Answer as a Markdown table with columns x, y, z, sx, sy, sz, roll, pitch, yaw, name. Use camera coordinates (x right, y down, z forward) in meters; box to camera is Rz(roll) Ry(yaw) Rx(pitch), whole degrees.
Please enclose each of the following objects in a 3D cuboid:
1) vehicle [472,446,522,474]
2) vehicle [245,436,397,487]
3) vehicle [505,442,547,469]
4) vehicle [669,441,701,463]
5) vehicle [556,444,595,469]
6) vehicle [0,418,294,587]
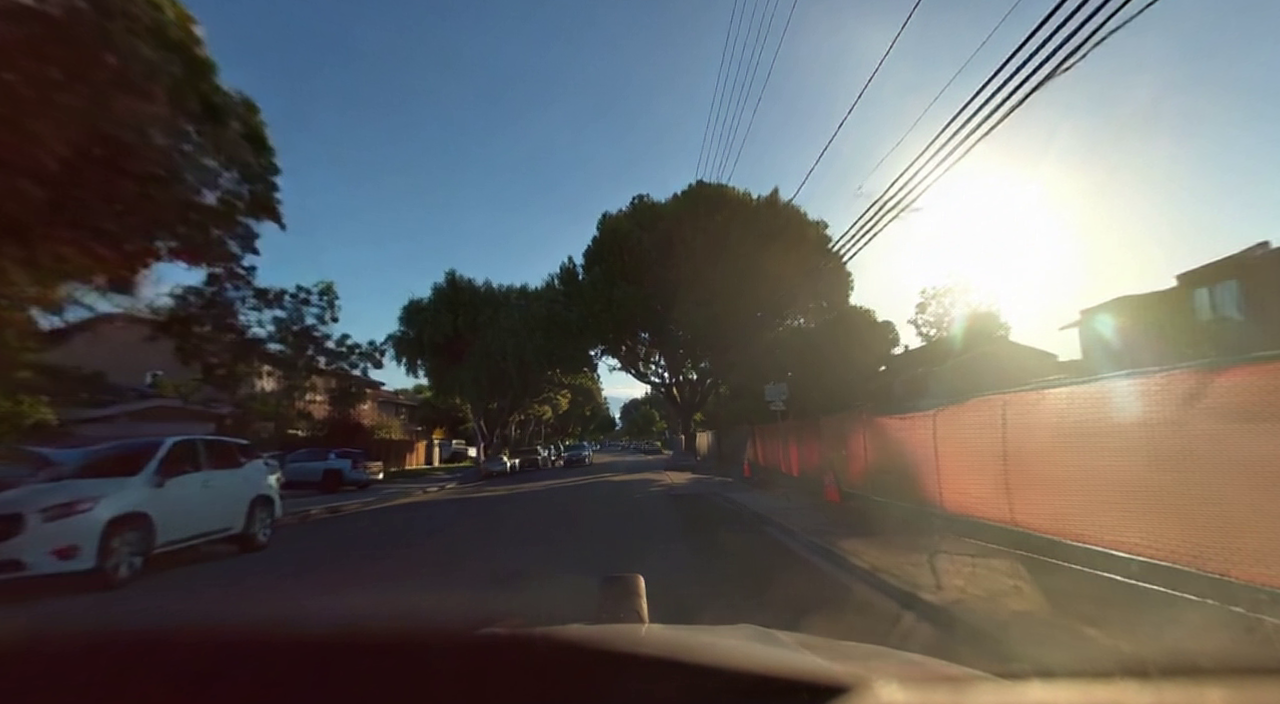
| x | y | z | sx | sy | sz | roll | pitch | yaw | name |
| --- | --- | --- | --- | --- | --- | --- | --- | --- | --- |
| -8.330 | 6.339 | 37.186 | 2.041 | 1.480 | 4.474 | -2 | -9 | -2 | vehicle |
| -12.326 | 4.237 | 24.711 | 4.780 | 1.867 | 2.108 | 0 | -8 | -3 | vehicle |
| -8.190 | 7.486 | 45.778 | 2.055 | 1.806 | 4.540 | -1 | -8 | 1 | vehicle |
| 3.313 | 7.432 | 47.182 | 1.902 | 1.542 | 4.099 | 0 | -8 | -2 | vehicle |
| -4.335 | 7.104 | 43.211 | 2.068 | 1.543 | 4.523 | -1 | -8 | 1 | vehicle |
| -6.871 | 1.961 | 8.847 | 1.932 | 1.743 | 4.079 | -2 | -9 | -3 | vehicle |
